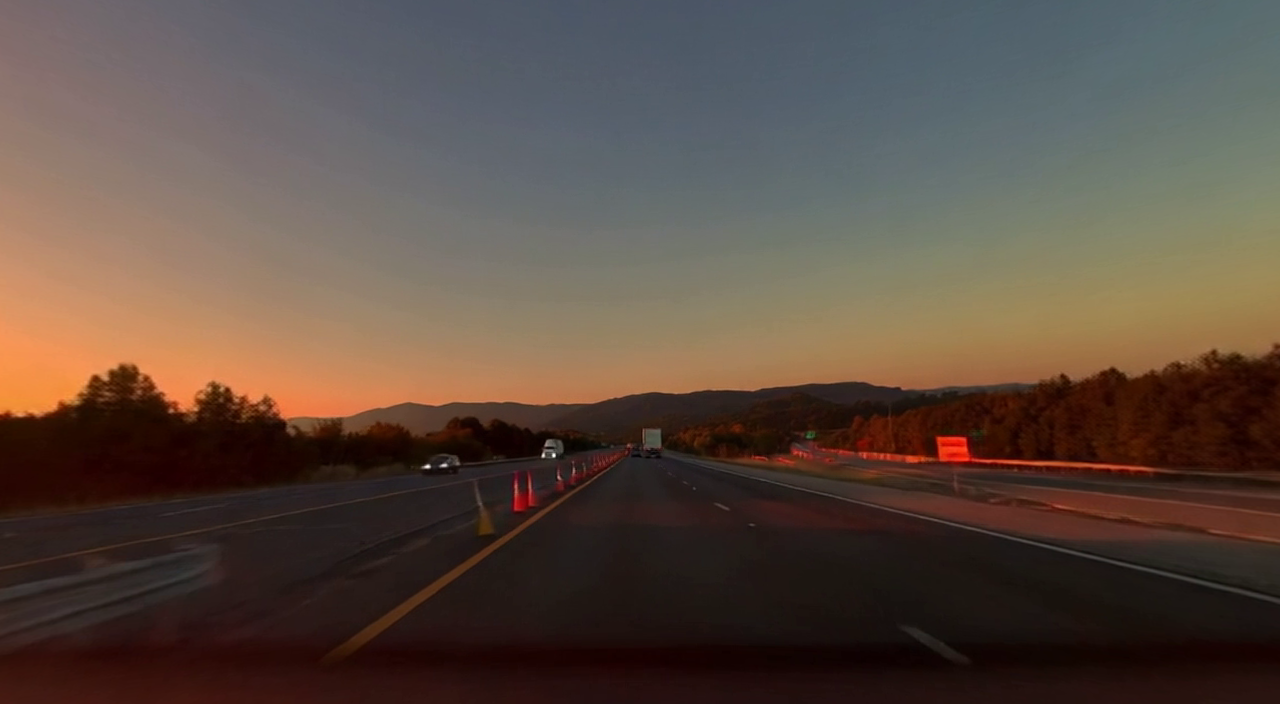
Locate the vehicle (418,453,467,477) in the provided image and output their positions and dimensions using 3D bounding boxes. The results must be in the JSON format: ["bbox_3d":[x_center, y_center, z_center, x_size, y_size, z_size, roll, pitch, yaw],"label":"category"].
[{"bbox_3d":[-13.214,7.591,42.459,1.869,1.455,4.529,0,-9,0],"label":"vehicle"}]
